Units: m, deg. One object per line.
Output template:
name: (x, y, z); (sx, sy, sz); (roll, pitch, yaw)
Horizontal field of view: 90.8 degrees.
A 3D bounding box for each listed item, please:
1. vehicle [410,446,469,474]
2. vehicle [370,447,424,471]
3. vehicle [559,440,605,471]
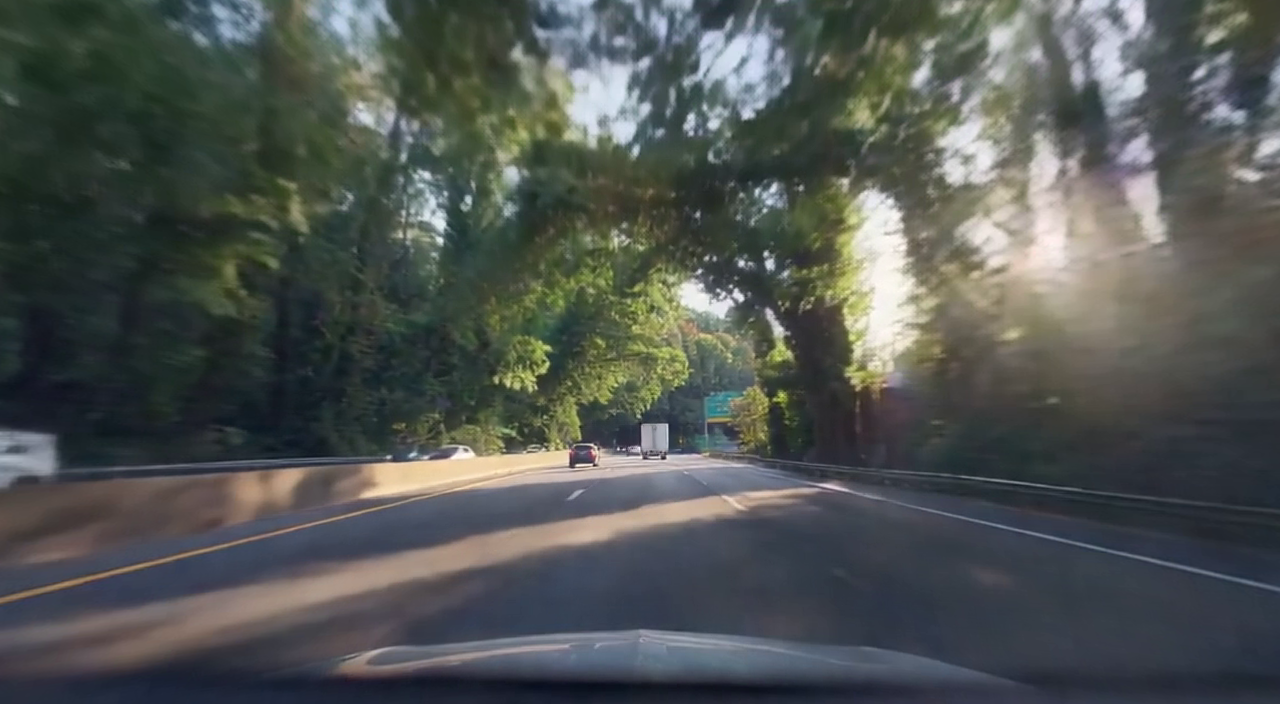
vehicle: (-11.615, 6.278, 36.883); (1.841, 1.487, 4.687); (0, -9, 1)
vehicle: (-15.982, 7.021, 41.682); (1.757, 1.450, 4.253); (0, -9, 1)
vehicle: (-3.183, 5.779, 35.441); (2.057, 1.618, 4.212); (0, -9, 1)
